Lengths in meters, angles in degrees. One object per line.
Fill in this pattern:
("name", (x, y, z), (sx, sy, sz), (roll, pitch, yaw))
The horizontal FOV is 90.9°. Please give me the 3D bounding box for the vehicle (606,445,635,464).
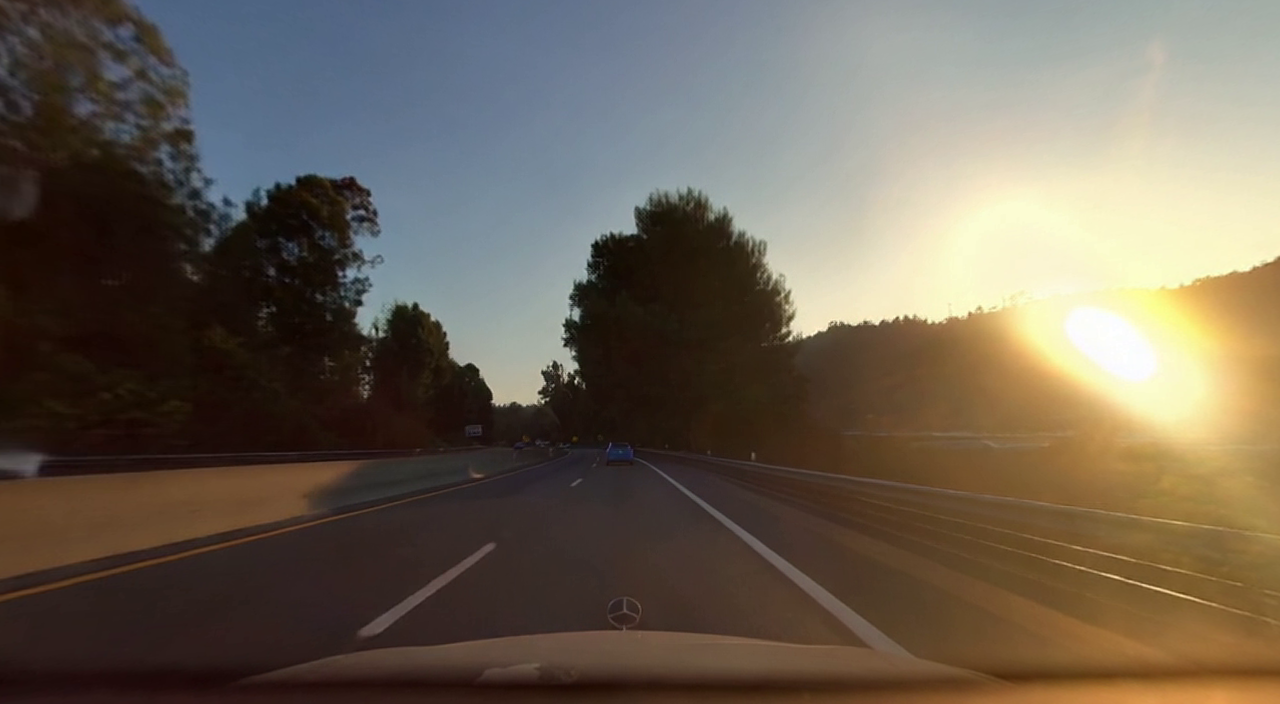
("vehicle", (-1.561, 8.056, 49.433), (2.126, 1.411, 4.433), (0, -9, -3))
